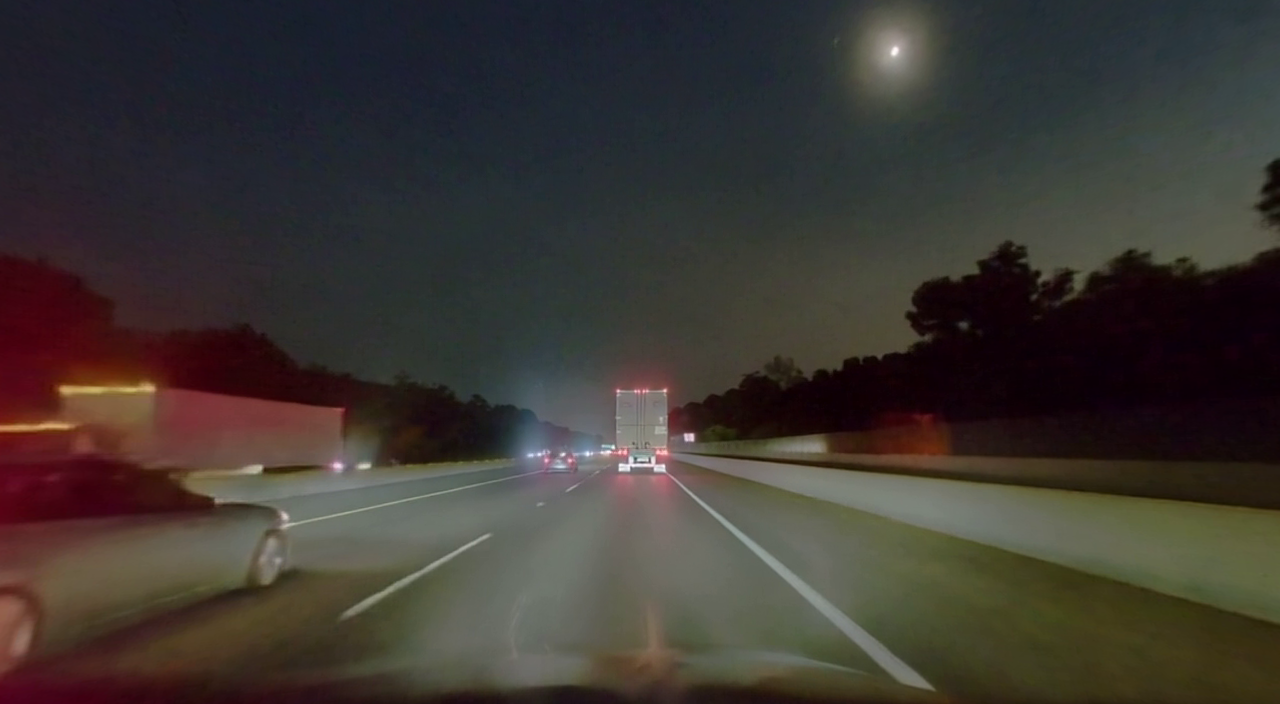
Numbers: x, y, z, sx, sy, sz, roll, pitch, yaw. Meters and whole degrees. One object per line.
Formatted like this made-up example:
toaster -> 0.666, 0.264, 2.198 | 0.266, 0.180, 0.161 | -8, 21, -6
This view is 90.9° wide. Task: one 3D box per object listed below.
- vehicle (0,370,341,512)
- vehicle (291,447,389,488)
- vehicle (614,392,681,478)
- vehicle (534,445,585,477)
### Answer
vehicle -> -17.995, 3.880, 26.504 | 2.912, 4.071, 16.625 | 0, -9, -1
vehicle -> -13.410, 5.175, 28.537 | 2.224, 1.691, 4.519 | 0, -9, 0
vehicle -> 0.238, 4.451, 32.960 | 2.959, 3.828, 9.617 | 0, -9, -1
vehicle -> -4.165, 5.735, 33.427 | 2.074, 1.546, 4.946 | 0, -9, 0
